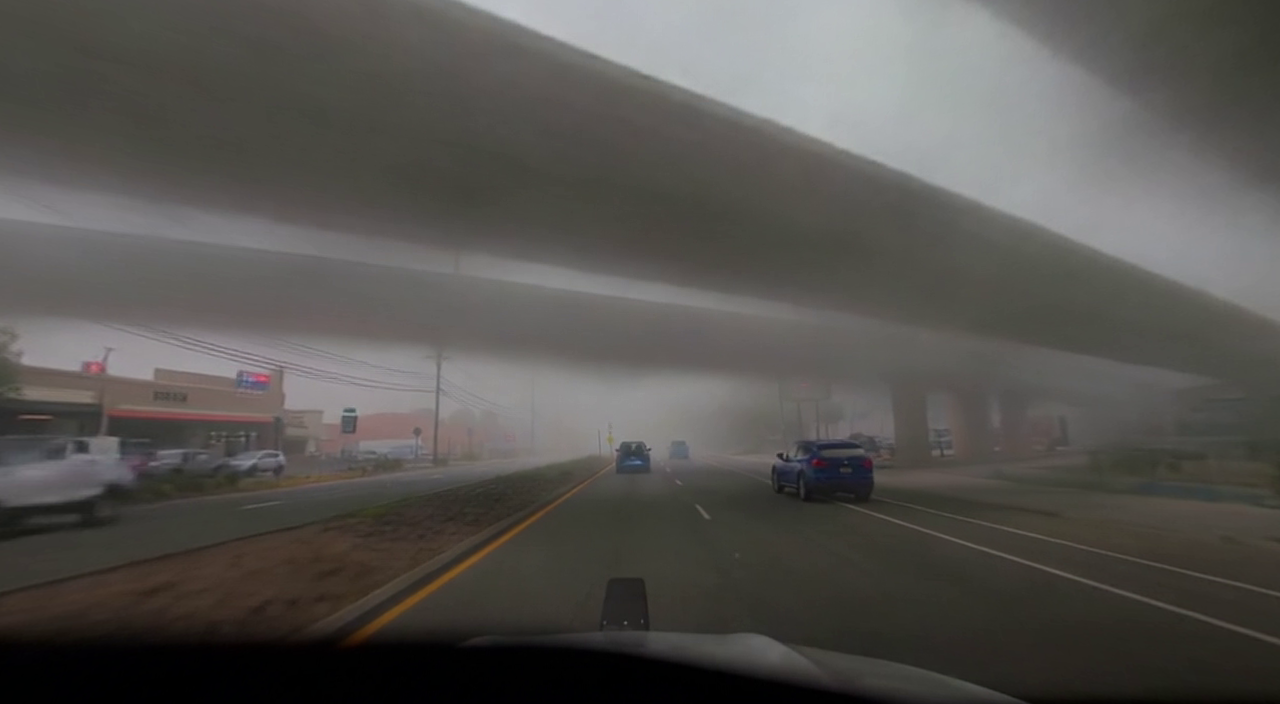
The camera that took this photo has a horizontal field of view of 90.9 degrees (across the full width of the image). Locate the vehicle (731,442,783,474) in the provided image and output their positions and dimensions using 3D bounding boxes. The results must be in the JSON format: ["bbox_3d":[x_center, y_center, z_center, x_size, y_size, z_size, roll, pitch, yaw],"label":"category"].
[{"bbox_3d":[6.476,5.898,35.314,1.974,1.663,4.299,0,-8,-1],"label":"vehicle"}]

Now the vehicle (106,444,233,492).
[{"bbox_3d":[-19.746,4.845,26.744,1.989,1.820,4.427,0,-8,-1],"label":"vehicle"}]

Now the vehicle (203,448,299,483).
[{"bbox_3d":[-19.421,5.657,31.744,1.913,1.612,4.505,0,-8,0],"label":"vehicle"}]

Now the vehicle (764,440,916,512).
[{"bbox_3d":[4.675,2.953,15.571,1.954,1.479,4.557,0,-8,-4],"label":"vehicle"}]

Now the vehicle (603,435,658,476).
[{"bbox_3d":[-0.414,4.937,30.327,2.441,1.813,4.581,0,-8,0],"label":"vehicle"}]

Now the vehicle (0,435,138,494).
[{"bbox_3d":[-25.397,4.679,26.664,2.510,2.180,7.492,0,-9,-4],"label":"vehicle"}]

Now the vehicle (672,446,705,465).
[{"bbox_3d":[3.684,7.921,48.572,2.126,1.375,4.241,0,-8,-1],"label":"vehicle"}]
